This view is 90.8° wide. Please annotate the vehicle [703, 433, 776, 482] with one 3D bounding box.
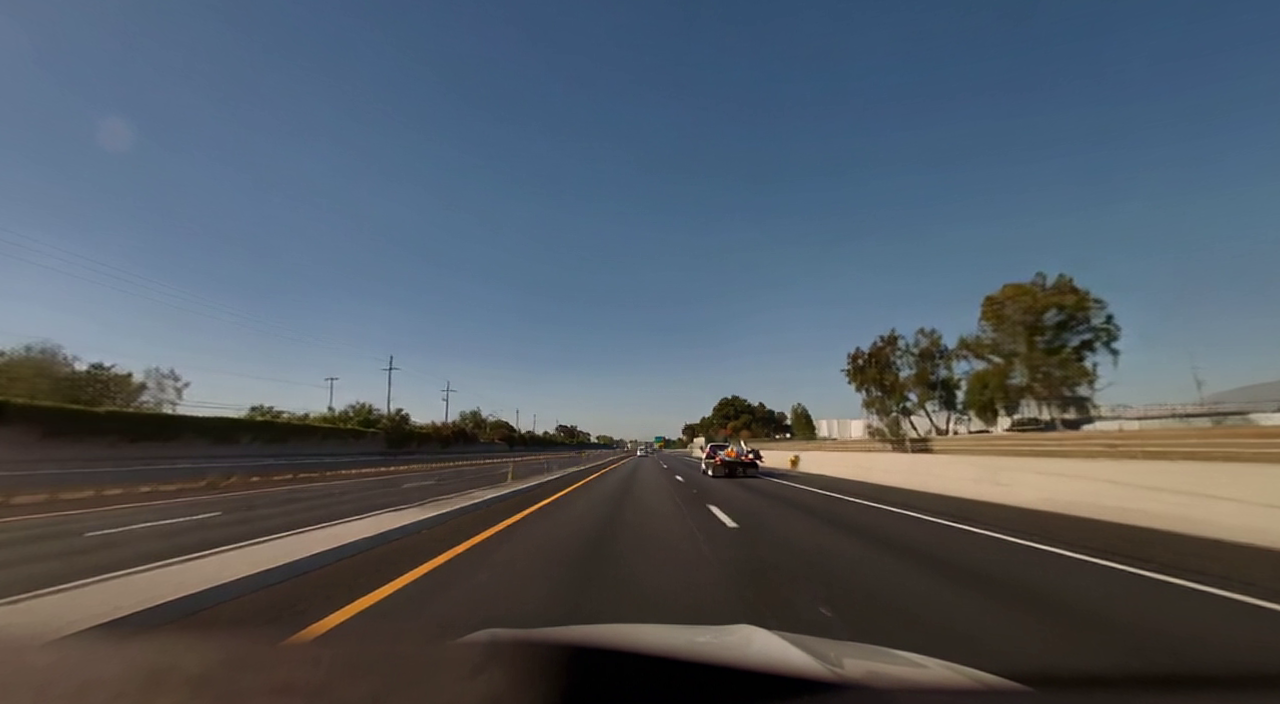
[{"bbox_3d":[4.373,4.798,28.809,2.309,2.003,5.139,0,-9,-2],"label":"vehicle"}]
